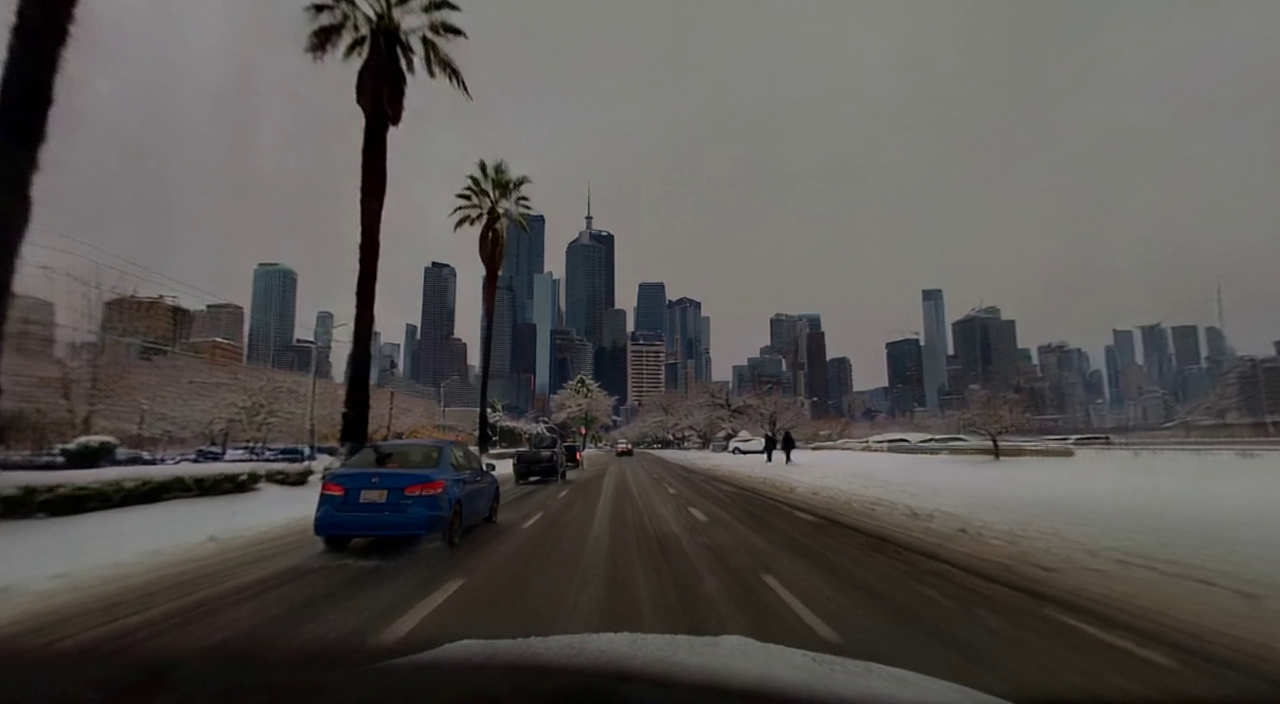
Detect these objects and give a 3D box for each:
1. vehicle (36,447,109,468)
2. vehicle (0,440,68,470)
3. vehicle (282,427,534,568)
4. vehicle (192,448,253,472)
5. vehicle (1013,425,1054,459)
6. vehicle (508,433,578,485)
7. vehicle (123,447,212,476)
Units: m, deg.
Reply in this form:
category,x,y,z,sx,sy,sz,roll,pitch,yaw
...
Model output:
category,x,y,z,sx,sy,sz,roll,pitch,yaw
vehicle,-43.199,8.021,48.139,3.721,1.477,1.828,0,-8,-3
vehicle,-42.963,7.127,43.841,4.367,1.957,2.099,0,-8,-2
vehicle,-2.937,1.941,9.246,2.071,1.544,4.383,0,-8,-1
vehicle,-31.556,8.154,47.918,1.835,1.664,3.972,0,-8,1
vehicle,23.975,5.493,38.462,1.679,1.923,3.703,-6,-10,36
vehicle,-3.384,3.799,22.682,1.894,1.702,3.999,0,-8,0
vehicle,-31.197,7.211,41.969,1.947,1.763,5.176,0,-9,-1
